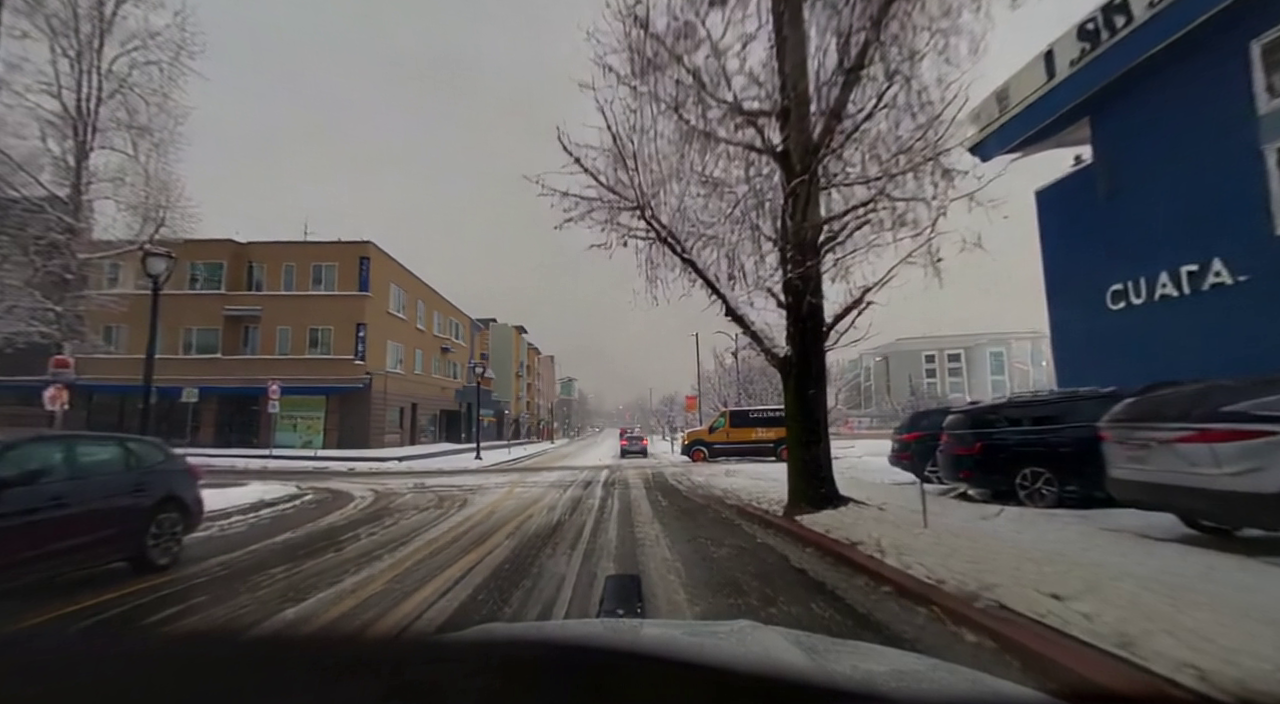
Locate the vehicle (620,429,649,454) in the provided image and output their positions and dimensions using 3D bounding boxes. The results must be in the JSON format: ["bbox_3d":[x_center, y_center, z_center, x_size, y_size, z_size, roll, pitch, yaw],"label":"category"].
[{"bbox_3d":[-0.474,7.077,49.732,2.152,1.874,4.209,0,-8,-1],"label":"vehicle"}]

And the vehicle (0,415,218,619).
[{"bbox_3d":[-5.953,1.362,5.436,1.856,1.587,4.042,0,-8,-2],"label":"vehicle"}]

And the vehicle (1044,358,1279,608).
[{"bbox_3d":[6.103,0.791,5.051,4.261,1.578,2.010,-4,-7,-2],"label":"vehicle"}]

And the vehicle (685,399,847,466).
[{"bbox_3d":[5.161,3.377,26.346,6.221,2.498,2.239,-5,-9,33],"label":"vehicle"}]
